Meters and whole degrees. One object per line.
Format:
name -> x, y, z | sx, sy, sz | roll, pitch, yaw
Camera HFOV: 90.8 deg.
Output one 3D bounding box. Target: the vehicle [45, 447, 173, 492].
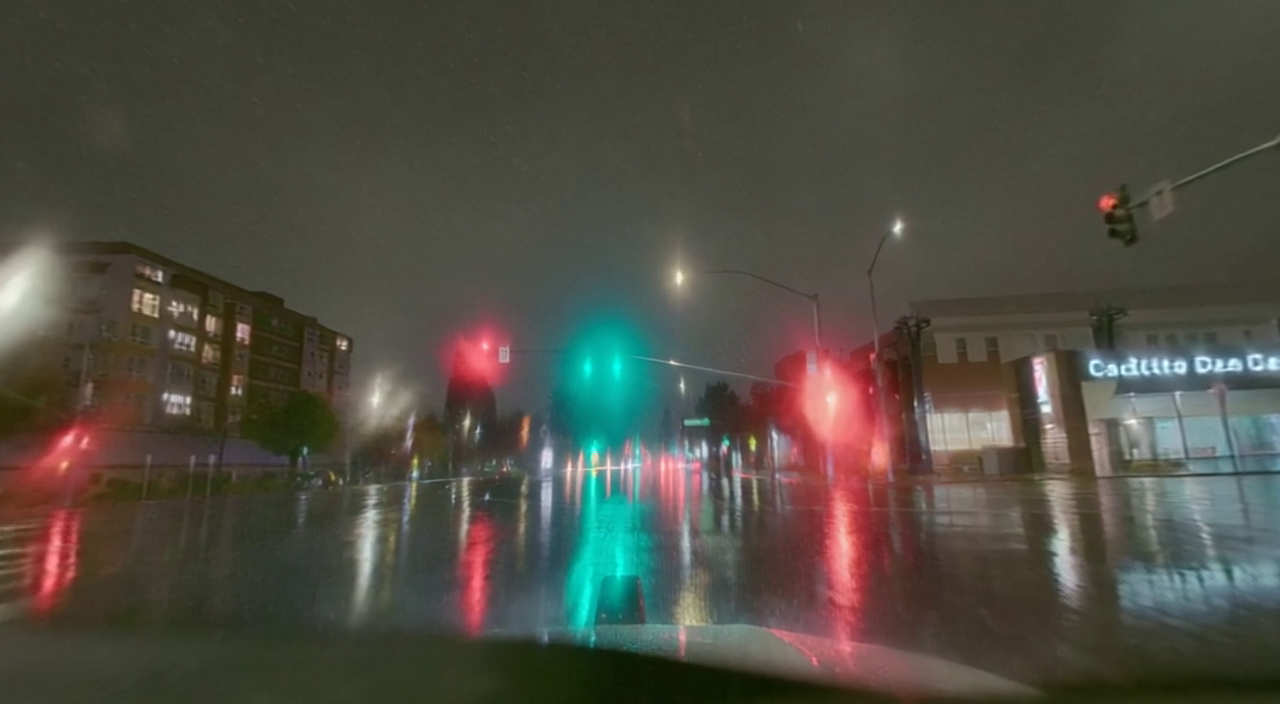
vehicle -> -40.916, 9.019, 48.808 | 7.220, 3.287, 2.764 | 0, -8, 0
